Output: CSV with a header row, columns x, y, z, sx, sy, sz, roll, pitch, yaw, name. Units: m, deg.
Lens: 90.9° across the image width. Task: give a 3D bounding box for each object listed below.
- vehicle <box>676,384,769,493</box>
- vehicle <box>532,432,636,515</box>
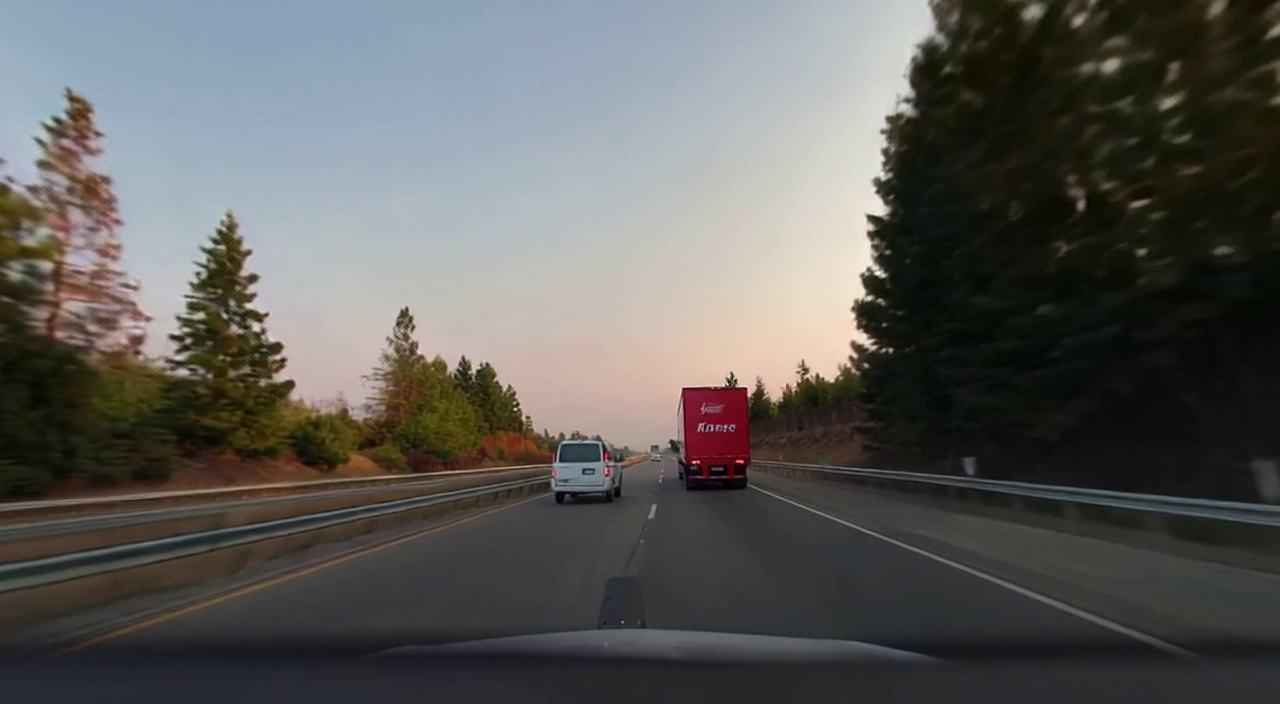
x,y,z,sx,sy,sz,roll,pitch,yaw,name
3.388,4.173,29.568,3.030,3.985,12.707,0,-9,2,vehicle
-1.297,3.119,16.561,2.105,1.865,4.102,-1,-9,4,vehicle
